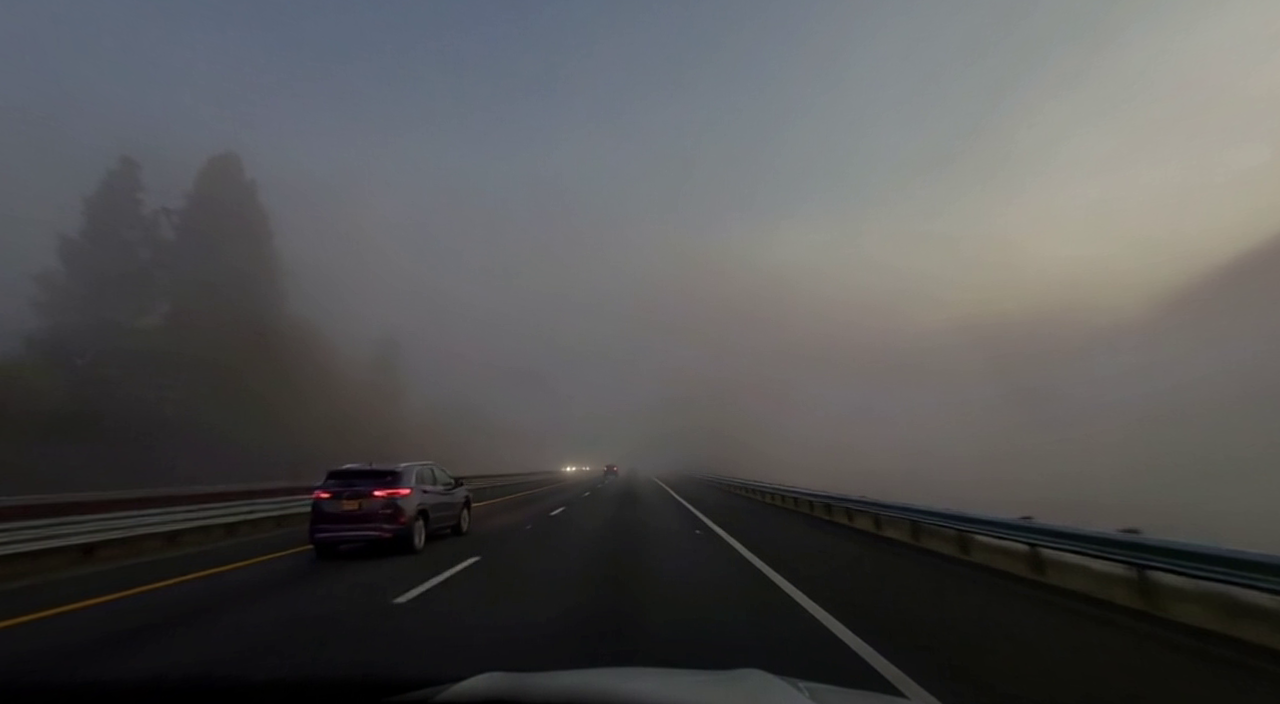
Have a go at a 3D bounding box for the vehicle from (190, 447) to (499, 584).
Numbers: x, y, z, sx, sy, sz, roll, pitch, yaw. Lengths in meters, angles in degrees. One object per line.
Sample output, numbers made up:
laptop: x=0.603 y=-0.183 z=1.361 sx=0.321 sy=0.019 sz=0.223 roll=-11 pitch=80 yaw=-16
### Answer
vehicle: x=-3.818 y=2.264 z=9.484 sx=2.146 sy=1.441 sz=5.020 roll=1 pitch=-10 yaw=1
